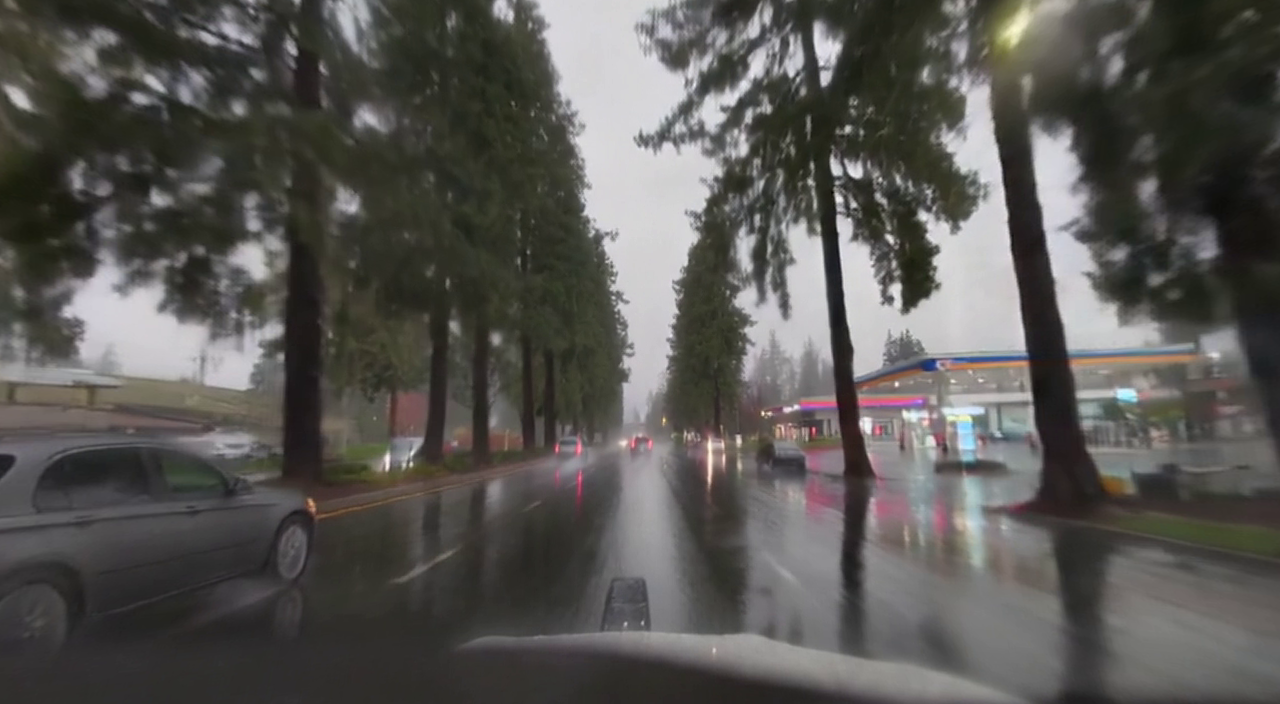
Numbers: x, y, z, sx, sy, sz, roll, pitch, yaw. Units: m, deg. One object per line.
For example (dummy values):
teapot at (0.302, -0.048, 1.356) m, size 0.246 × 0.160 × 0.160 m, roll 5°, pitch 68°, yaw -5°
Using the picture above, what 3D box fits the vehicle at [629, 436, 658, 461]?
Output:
vehicle at (0.235, 6.498, 42.542) m, size 1.922 × 1.579 × 3.642 m, roll 0°, pitch -8°, yaw 0°

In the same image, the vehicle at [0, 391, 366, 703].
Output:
vehicle at (-4.096, 1.151, 4.380) m, size 1.988 × 1.530 × 5.155 m, roll 0°, pitch -8°, yaw 1°

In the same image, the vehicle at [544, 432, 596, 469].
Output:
vehicle at (-3.451, 4.973, 31.995) m, size 2.051 × 1.747 × 4.370 m, roll 0°, pitch -8°, yaw 1°

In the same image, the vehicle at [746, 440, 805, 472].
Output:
vehicle at (6.443, 4.985, 30.506) m, size 1.856 × 1.421 × 4.357 m, roll 0°, pitch -8°, yaw -1°

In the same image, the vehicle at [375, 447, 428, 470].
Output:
vehicle at (-16.833, 7.509, 44.718) m, size 1.808 × 1.476 × 4.449 m, roll 0°, pitch -8°, yaw 2°

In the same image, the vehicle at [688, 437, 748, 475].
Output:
vehicle at (3.275, 4.468, 27.434) m, size 2.010 × 1.486 × 4.498 m, roll 0°, pitch -8°, yaw -1°
